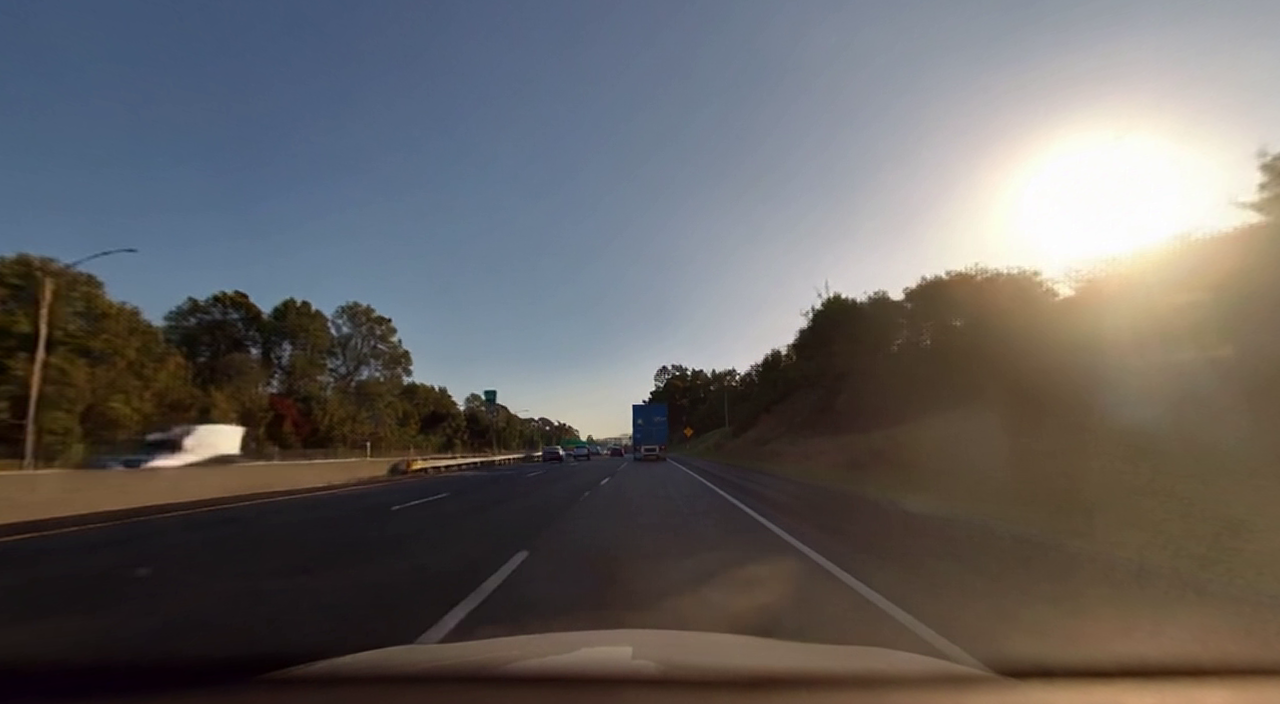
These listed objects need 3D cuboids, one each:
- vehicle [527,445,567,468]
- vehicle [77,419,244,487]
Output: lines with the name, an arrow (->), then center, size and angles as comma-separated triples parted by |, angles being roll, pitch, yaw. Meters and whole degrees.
vehicle -> -6.470, 7.321, 44.426 | 2.017, 1.517, 4.766 | 0, -8, 1
vehicle -> -20.153, 4.264, 26.981 | 2.292, 2.558, 5.893 | 0, -8, 1
